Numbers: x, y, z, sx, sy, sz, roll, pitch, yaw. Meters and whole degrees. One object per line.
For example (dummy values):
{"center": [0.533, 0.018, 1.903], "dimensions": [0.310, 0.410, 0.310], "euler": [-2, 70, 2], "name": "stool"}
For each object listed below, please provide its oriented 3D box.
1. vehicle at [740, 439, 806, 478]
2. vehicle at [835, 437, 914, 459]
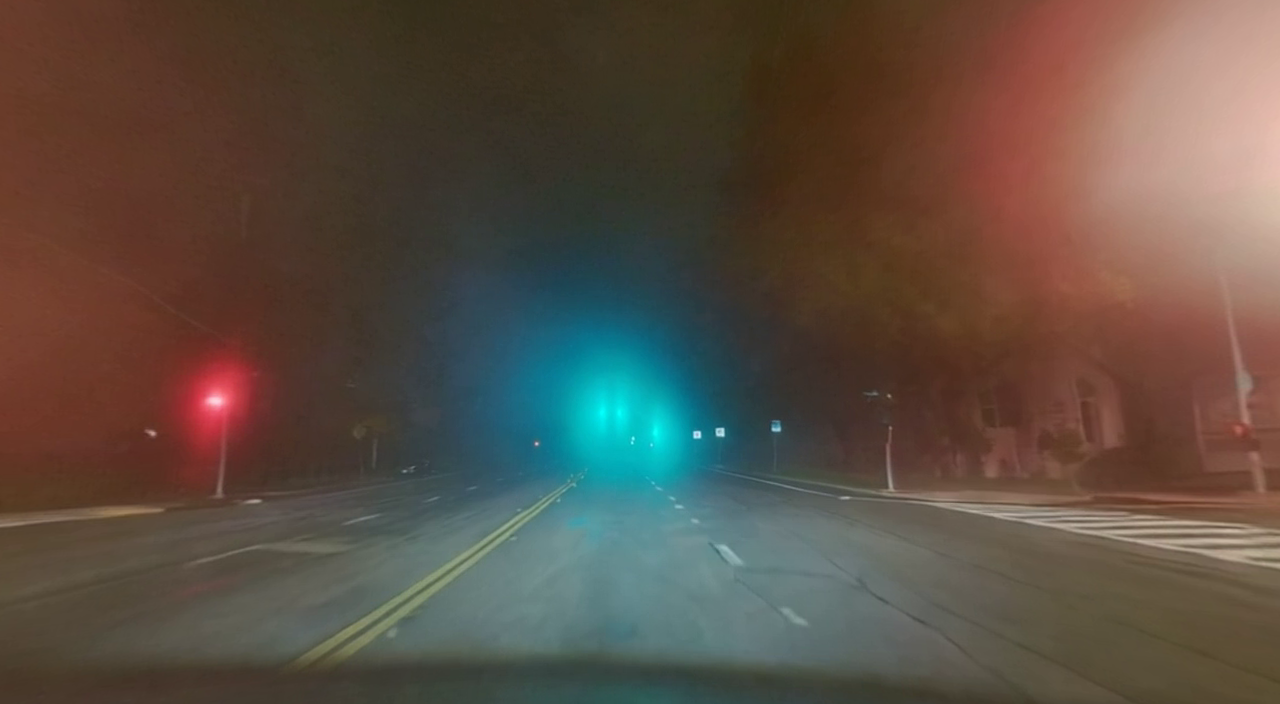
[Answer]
{"center": [6.140, 4.972, 29.747], "dimensions": [2.024, 1.710, 4.525], "euler": [0, -8, -1], "name": "vehicle"}
{"center": [16.022, 6.588, 43.346], "dimensions": [4.656, 1.466, 1.924], "euler": [0, -8, -1], "name": "vehicle"}
